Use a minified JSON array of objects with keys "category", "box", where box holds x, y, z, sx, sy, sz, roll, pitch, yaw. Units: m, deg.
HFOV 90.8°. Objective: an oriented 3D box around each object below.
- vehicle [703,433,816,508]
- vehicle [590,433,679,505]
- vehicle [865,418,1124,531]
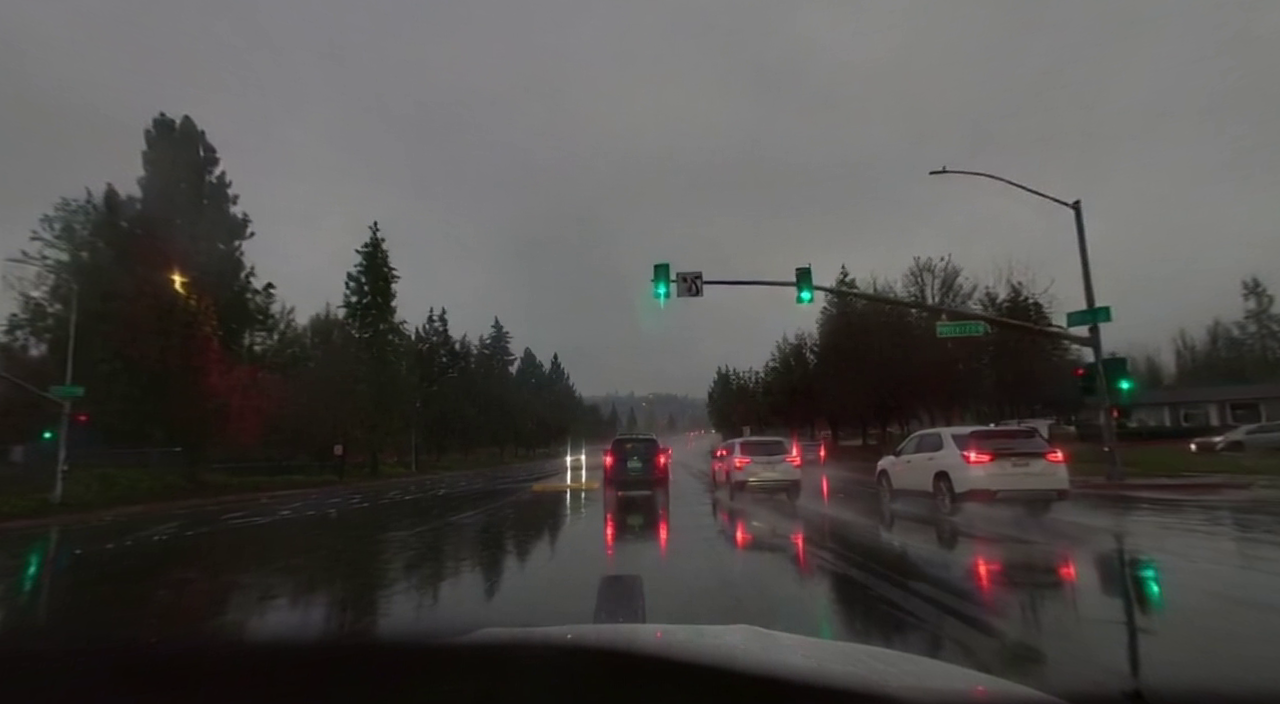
[{"category":"vehicle","box":[3.155,3.271,17.955,2.057,1.788,5.216,0,-9,-2]},{"category":"vehicle","box":[-0.193,3.415,18.850,2.353,1.894,4.122,0,-9,-1]},{"category":"vehicle","box":[6.947,2.470,13.383,2.251,1.873,5.346,0,-9,-2]}]
